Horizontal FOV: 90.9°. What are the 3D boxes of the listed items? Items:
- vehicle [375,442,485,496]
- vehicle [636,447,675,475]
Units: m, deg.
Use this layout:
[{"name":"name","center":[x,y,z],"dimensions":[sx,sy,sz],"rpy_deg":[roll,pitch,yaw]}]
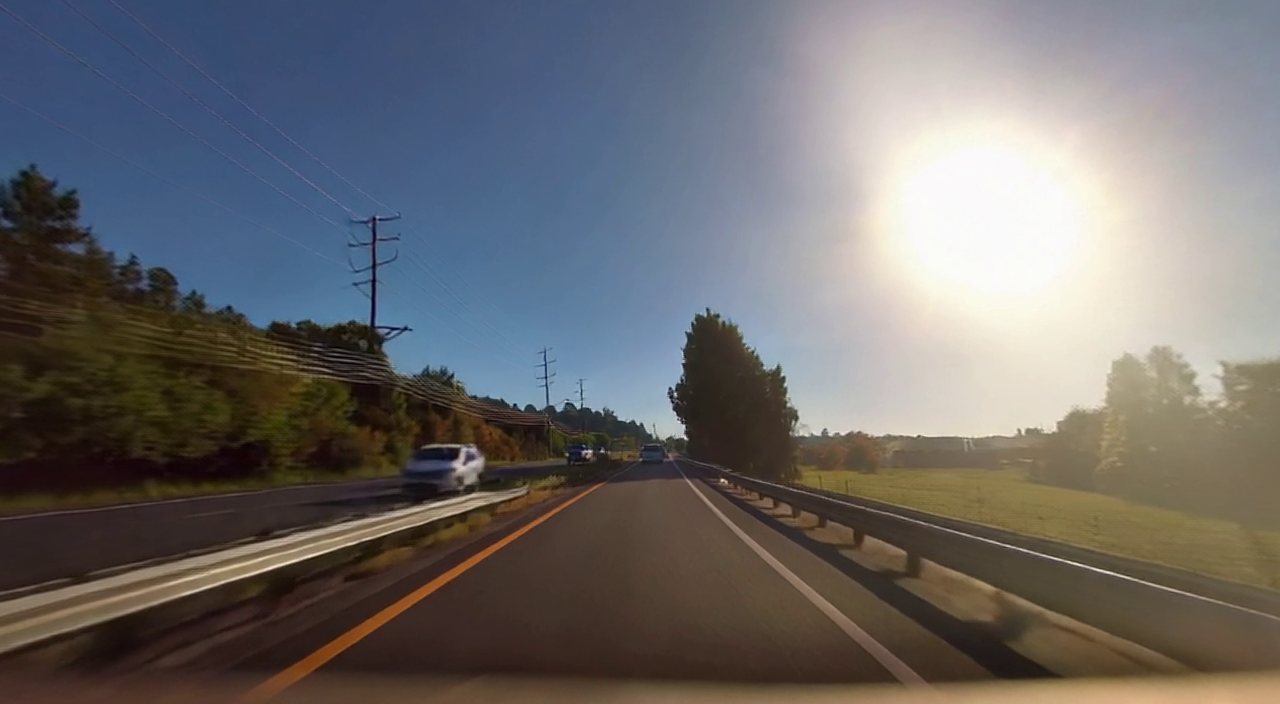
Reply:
[{"name":"vehicle","center":[-6.519,3.699,20.174],"dimensions":[1.900,1.515,4.379],"rpy_deg":[0,-9,1]},{"name":"vehicle","center":[0.866,6.181,35.790],"dimensions":[2.080,1.486,3.813],"rpy_deg":[0,-9,1]}]
